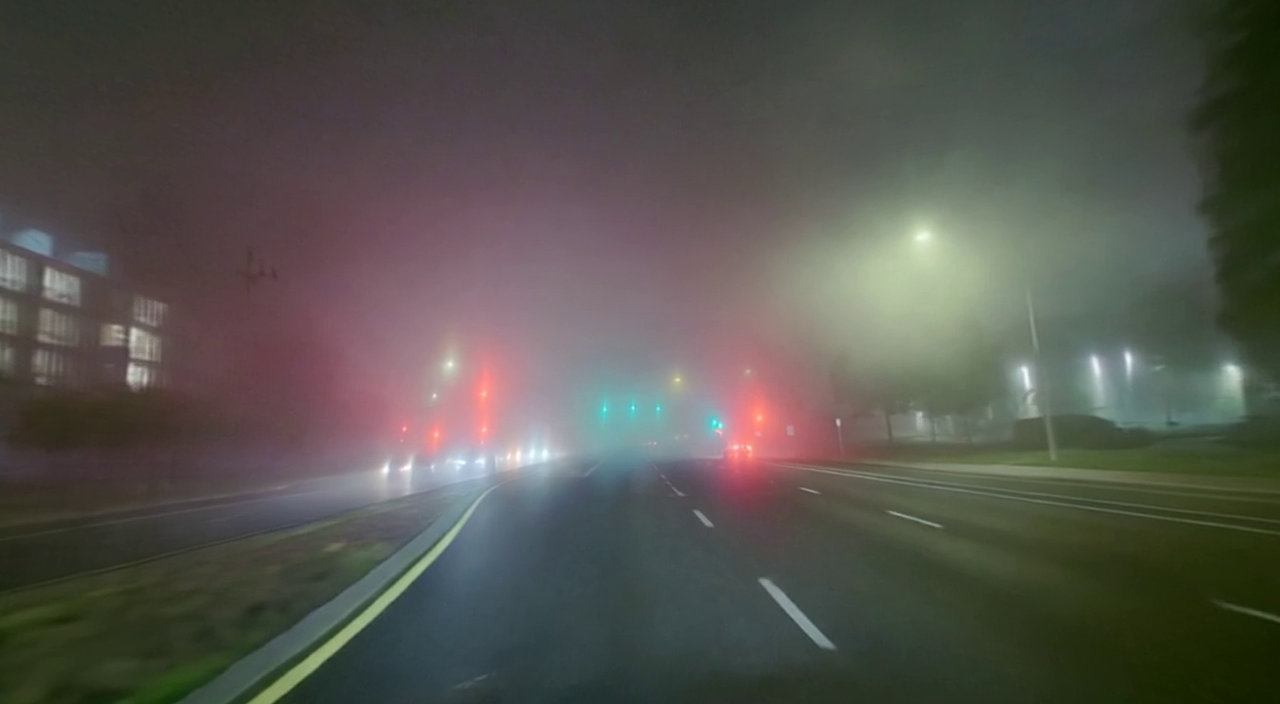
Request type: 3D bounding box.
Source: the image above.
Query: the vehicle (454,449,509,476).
[{"bbox_3d":[-9.259,6.500,37.352,2.140,1.460,4.449,0,-9,0],"label":"vehicle"}]

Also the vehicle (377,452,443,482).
[{"bbox_3d":[-12.735,6.395,35.340,1.973,1.485,4.616,0,-9,0],"label":"vehicle"}]
